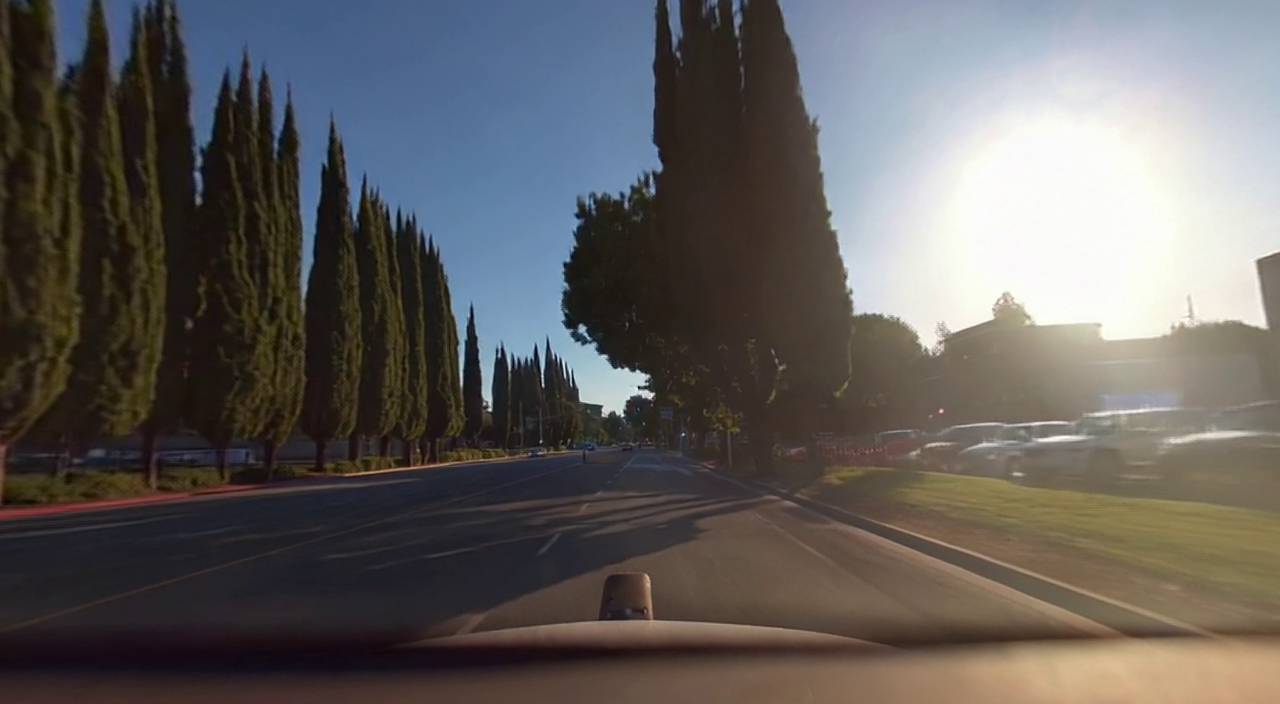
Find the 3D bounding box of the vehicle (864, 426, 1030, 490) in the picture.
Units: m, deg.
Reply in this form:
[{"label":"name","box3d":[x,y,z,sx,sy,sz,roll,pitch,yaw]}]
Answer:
[{"label":"vehicle","box3d":[8.064,2.834,17.209,1.993,1.476,4.821,0,-8,-2]}]

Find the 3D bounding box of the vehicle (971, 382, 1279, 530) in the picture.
[{"label":"vehicle","box3d":[8.051,1.701,10.693,2.235,1.899,4.827,-1,-8,0]}]
